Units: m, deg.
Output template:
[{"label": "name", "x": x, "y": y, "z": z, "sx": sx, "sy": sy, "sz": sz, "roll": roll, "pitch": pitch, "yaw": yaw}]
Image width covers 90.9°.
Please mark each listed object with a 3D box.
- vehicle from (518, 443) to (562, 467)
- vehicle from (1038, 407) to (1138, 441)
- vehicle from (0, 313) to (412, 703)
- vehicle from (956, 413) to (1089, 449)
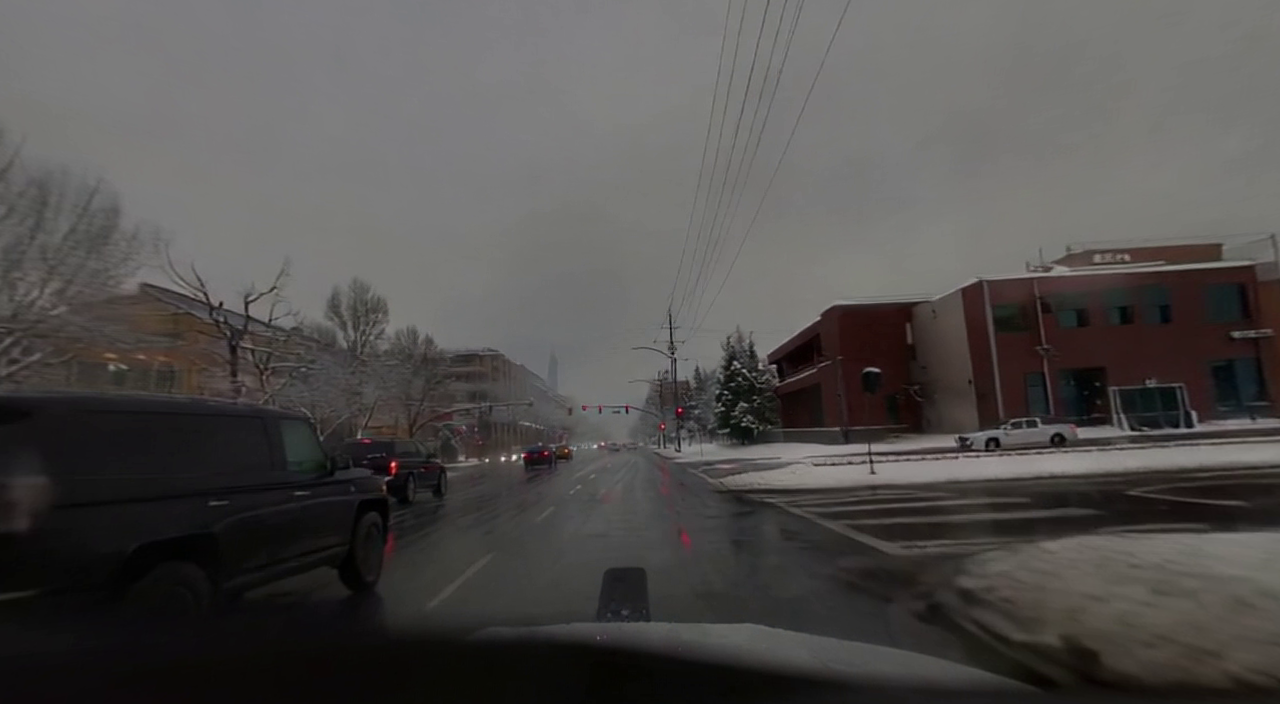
[{"label": "vehicle", "x": -6.408, "y": 6.641, "z": 40.845, "sx": 2.030, "sy": 1.488, "sz": 4.650, "roll": 0, "pitch": -9, "yaw": 1}, {"label": "vehicle", "x": 24.518, "y": 4.013, "z": 34.763, "sx": 1.903, "sy": 1.700, "sz": 4.934, "roll": 0, "pitch": -8, "yaw": 1}, {"label": "vehicle", "x": -3.469, "y": 0.986, "z": 3.922, "sx": 2.277, "sy": 1.743, "sz": 4.893, "roll": 0, "pitch": -9, "yaw": 0}, {"label": "vehicle", "x": 16.877, "y": 3.536, "z": 27.996, "sx": 4.573, "sy": 1.532, "sz": 1.983, "roll": 0, "pitch": -8, "yaw": 0}]
